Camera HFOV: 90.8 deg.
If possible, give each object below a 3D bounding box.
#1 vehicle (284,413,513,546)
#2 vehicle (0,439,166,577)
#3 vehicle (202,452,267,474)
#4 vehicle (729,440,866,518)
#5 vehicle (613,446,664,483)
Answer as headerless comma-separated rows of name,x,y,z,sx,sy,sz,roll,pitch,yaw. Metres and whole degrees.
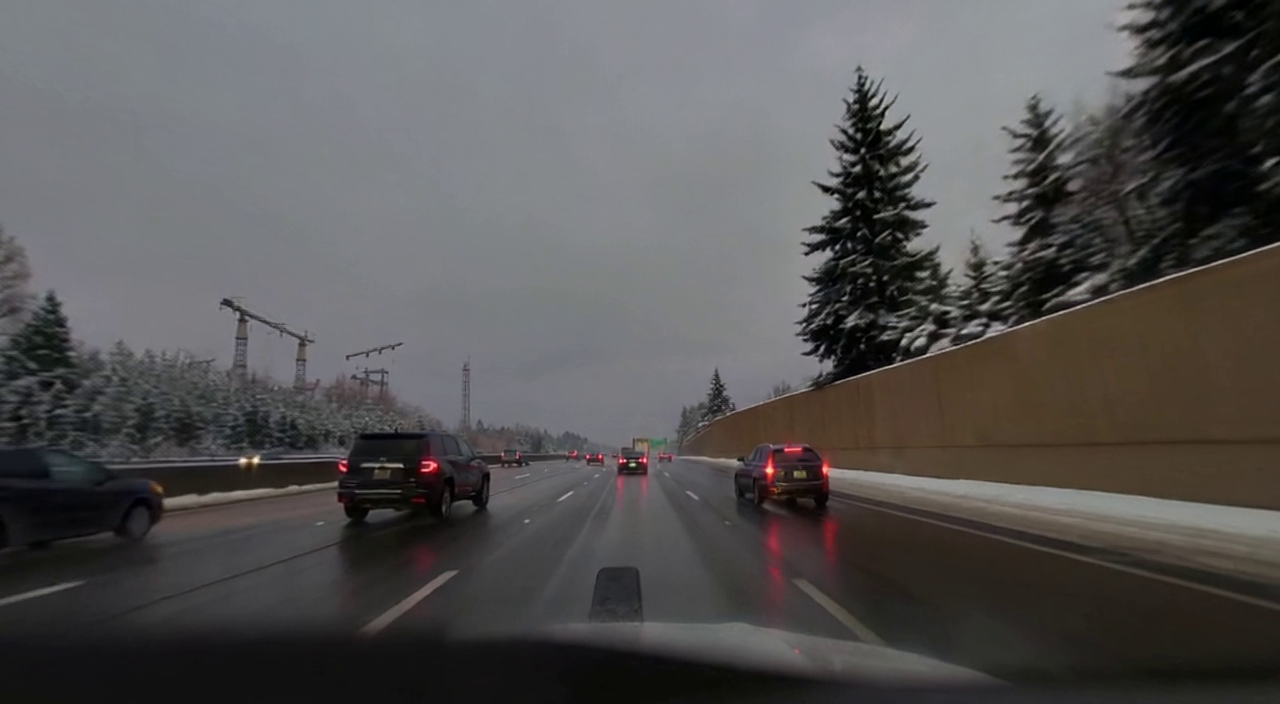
vehicle,-3.681,2.041,10.715,2.121,1.775,4.335,0,-9,0
vehicle,-7.847,1.702,6.937,1.908,1.476,4.342,0,-9,0
vehicle,-31.479,8.606,49.220,1.940,1.670,4.764,0,-9,0
vehicle,3.442,2.845,14.773,1.917,1.507,4.540,0,-9,-2
vehicle,-0.101,4.831,27.431,2.045,1.452,4.040,0,-9,-1
